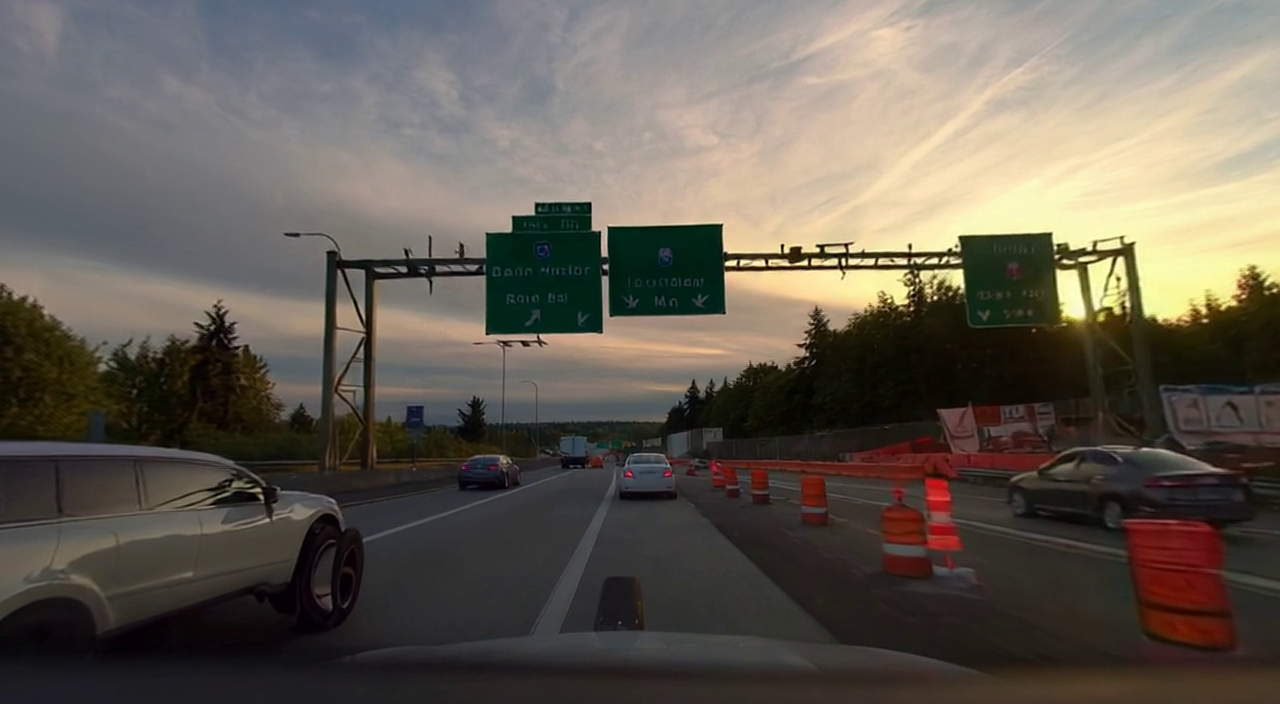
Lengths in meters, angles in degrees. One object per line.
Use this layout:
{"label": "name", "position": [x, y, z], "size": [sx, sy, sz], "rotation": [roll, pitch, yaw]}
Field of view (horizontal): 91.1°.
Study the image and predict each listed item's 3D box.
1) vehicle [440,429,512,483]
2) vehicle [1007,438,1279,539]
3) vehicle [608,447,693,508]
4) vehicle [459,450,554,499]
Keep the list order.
{"label": "vehicle", "position": [-7.552, 4.845, 29.553], "size": [2.204, 2.295, 4.830], "rotation": [0, -9, -2]}
{"label": "vehicle", "position": [8.651, 2.312, 11.215], "size": [1.935, 1.470, 3.589], "rotation": [0, -9, -2]}
{"label": "vehicle", "position": [0.262, 3.356, 17.205], "size": [2.080, 1.451, 3.512], "rotation": [0, -9, 0]}
{"label": "vehicle", "position": [-4.198, 3.926, 20.508], "size": [2.063, 1.417, 4.000], "rotation": [-1, -9, 2]}
